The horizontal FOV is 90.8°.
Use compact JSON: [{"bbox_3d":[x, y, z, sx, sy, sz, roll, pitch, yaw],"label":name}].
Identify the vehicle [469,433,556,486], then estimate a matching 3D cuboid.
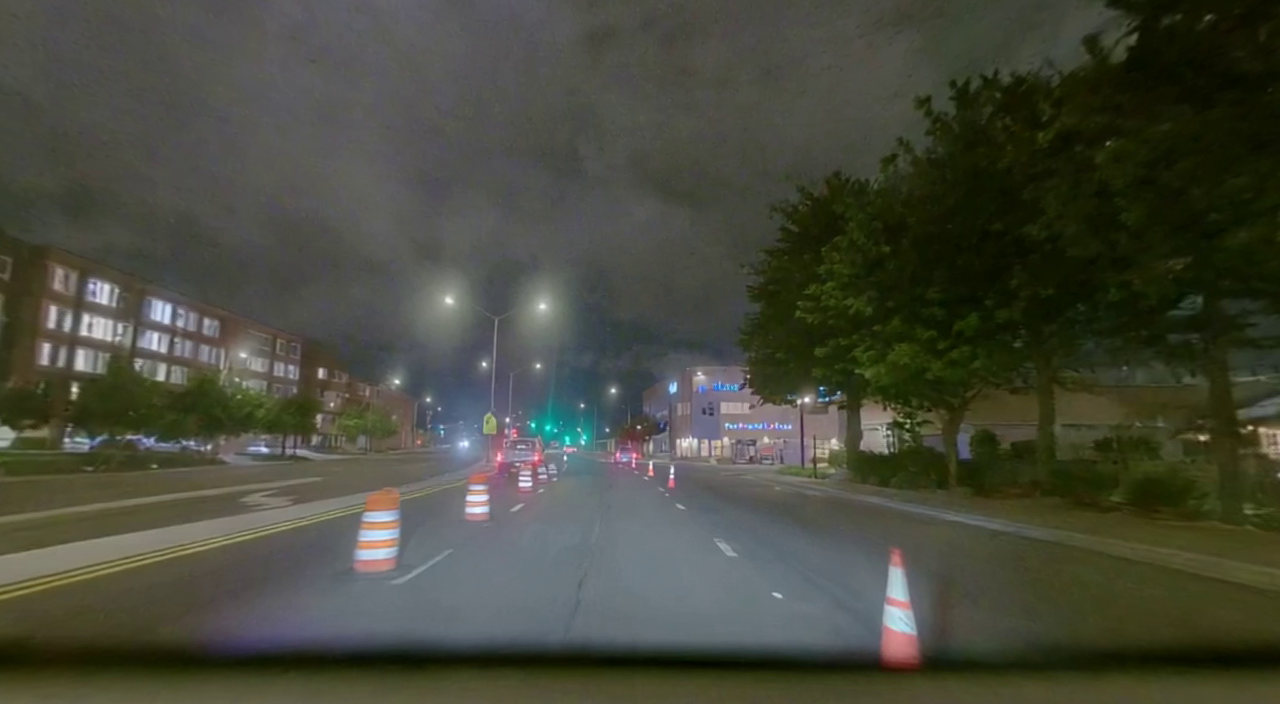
[{"bbox_3d":[-4.431,3.822,22.717,2.381,1.721,4.186,0,-9,-2],"label":"vehicle"}]
